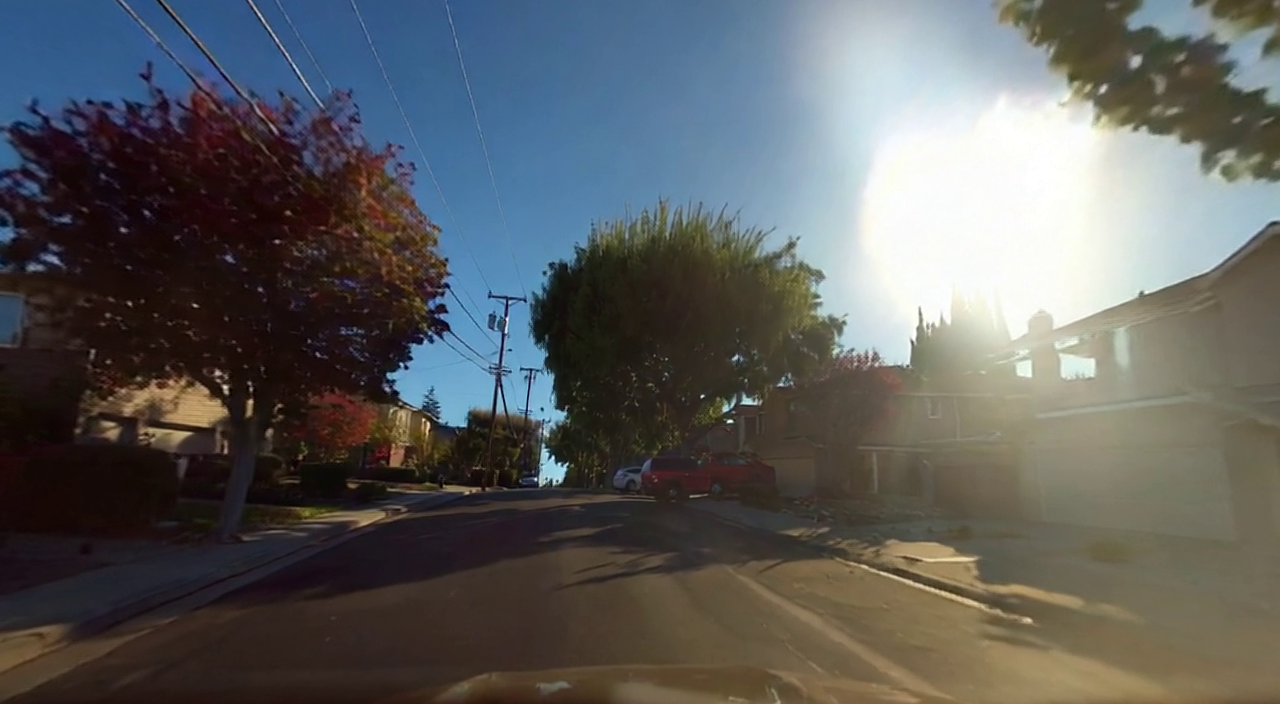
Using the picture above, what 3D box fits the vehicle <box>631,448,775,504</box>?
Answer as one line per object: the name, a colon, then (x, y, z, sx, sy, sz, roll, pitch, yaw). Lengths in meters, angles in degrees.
vehicle: (2.029, 4.089, 21.119, 4.413, 1.728, 1.869, 2, -9, -10)
